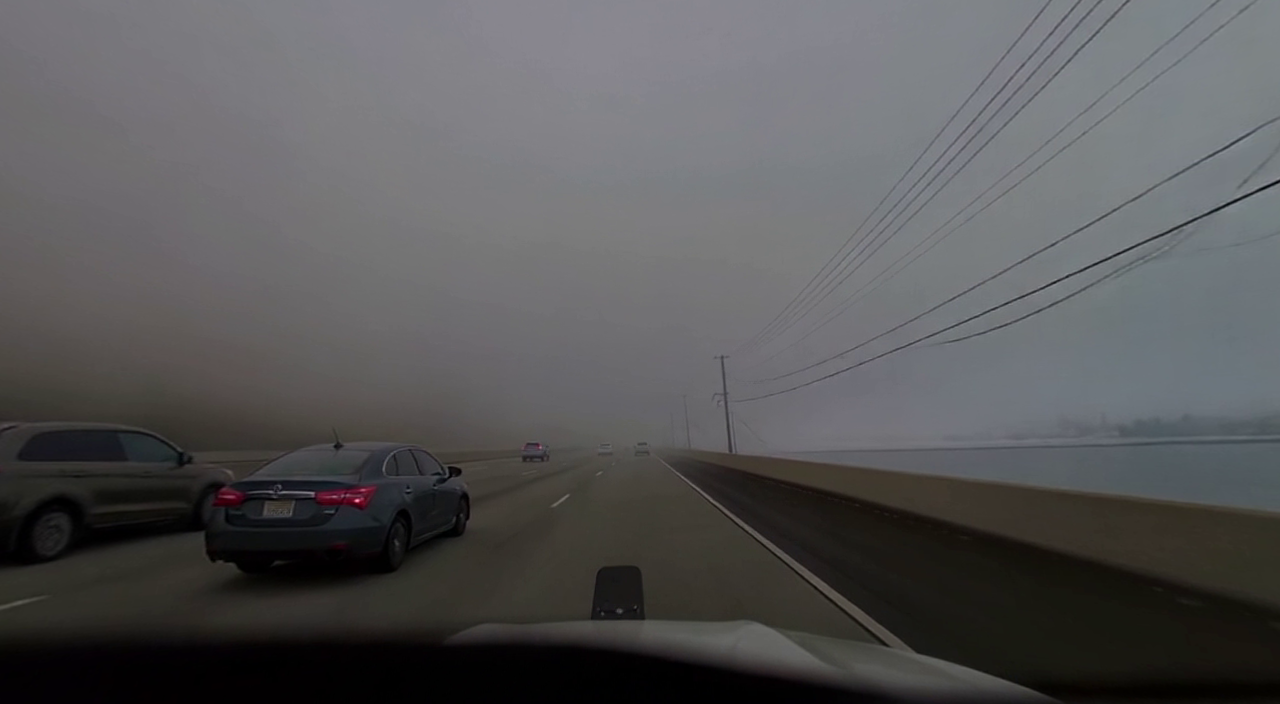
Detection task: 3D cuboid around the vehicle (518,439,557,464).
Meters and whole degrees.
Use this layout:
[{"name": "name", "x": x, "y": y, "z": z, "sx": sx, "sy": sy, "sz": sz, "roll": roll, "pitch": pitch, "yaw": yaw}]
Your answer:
[{"name": "vehicle", "x": -7.435, "y": 7.255, "z": 46.263, "sx": 2.050, "sy": 1.717, "sz": 4.418, "roll": 0, "pitch": -8, "yaw": 0}]

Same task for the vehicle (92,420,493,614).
[{"name": "vehicle", "x": -3.247, "y": 1.625, "z": 7.228, "sx": 2.015, "sy": 1.501, "sz": 4.454, "roll": 0, "pitch": -8, "yaw": 1}]
